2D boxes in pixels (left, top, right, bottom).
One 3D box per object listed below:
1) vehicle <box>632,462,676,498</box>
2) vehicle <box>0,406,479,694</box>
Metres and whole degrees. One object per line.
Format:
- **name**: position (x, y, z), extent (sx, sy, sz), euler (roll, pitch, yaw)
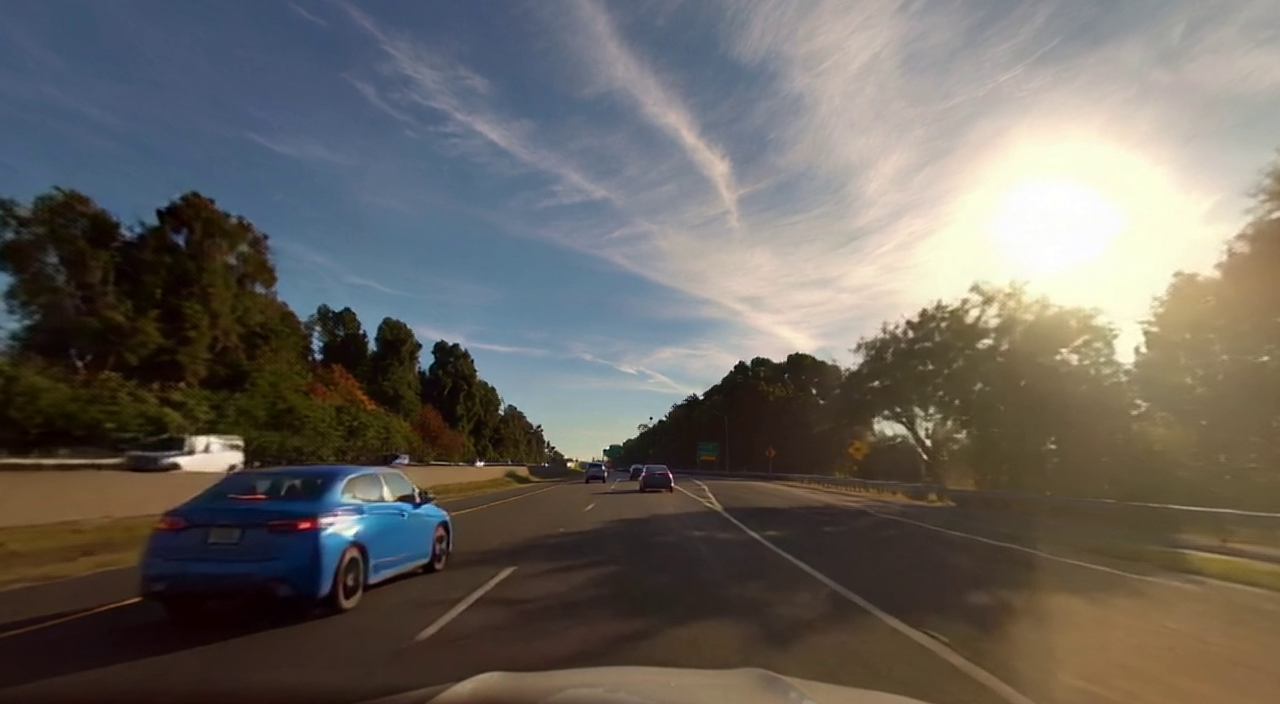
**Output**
- **vehicle**: position (0.620, 6.004, 29.627), extent (1.905, 1.559, 3.491), euler (1, -11, -1)
- **vehicle**: position (-3.333, 1.607, 6.175), extent (2.176, 1.678, 4.724), euler (0, -11, 1)
